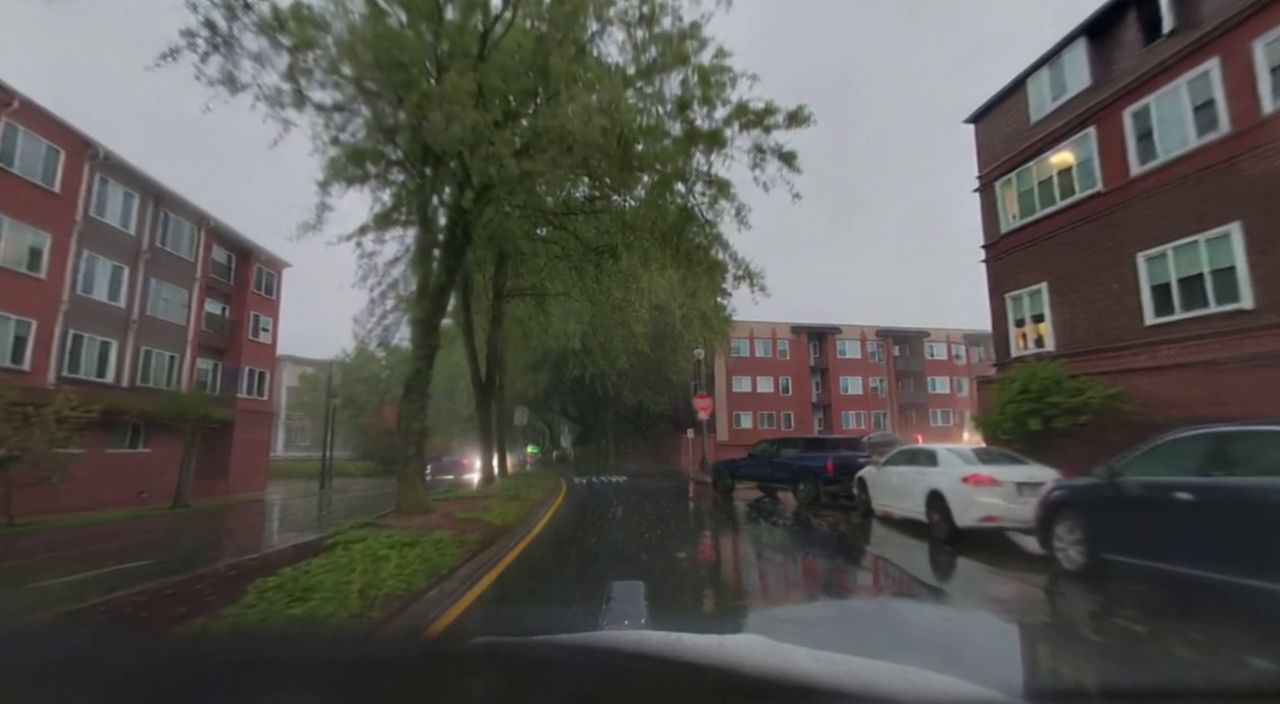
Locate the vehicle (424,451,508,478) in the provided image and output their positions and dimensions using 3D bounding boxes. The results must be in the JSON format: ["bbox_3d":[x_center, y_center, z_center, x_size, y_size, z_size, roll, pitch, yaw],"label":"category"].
[{"bbox_3d":[-10.681,6.861,38.652,4.654,1.503,1.951,-3,-8,19],"label":"vehicle"}]

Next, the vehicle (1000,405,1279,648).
[{"bbox_3d":[4.988,1.186,4.517,1.989,1.503,4.594,0,-9,-2],"label":"vehicle"}]

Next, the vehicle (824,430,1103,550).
[{"bbox_3d":[4.784,2.073,10.435,1.758,1.454,5.088,0,-8,-2],"label":"vehicle"}]

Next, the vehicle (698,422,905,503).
[{"bbox_3d":[3.613,2.659,15.150,2.065,1.529,4.709,1,-10,-28],"label":"vehicle"}]
